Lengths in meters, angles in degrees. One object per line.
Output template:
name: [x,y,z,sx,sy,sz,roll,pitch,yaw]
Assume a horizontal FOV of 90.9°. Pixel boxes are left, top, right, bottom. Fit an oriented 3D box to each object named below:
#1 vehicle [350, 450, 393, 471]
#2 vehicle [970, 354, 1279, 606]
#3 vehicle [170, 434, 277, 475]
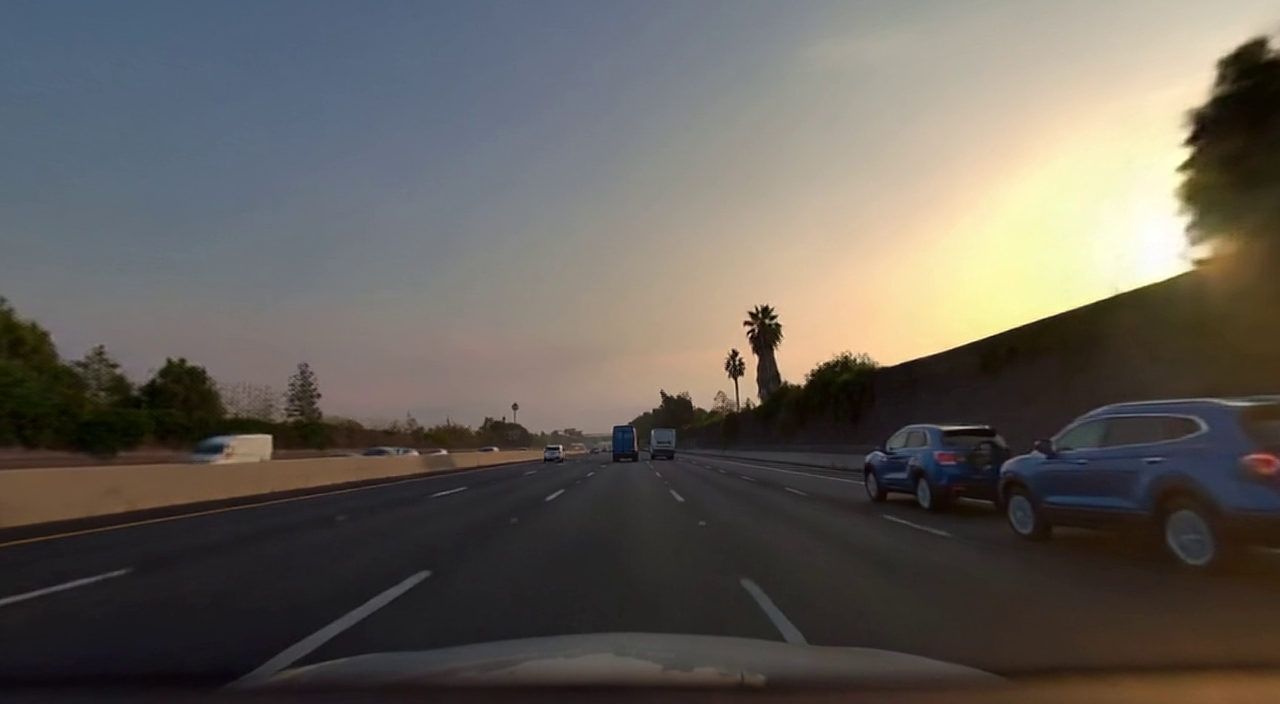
vehicle: [-18.668,7.526,43.960,1.523,1.372,3.385,0,-8,0]
vehicle: [6.804,1.473,7.986,2.408,2.210,4.999,0,-8,-1]
vehicle: [-25.786,6.374,39.481,2.182,2.322,6.593,0,-8,0]
